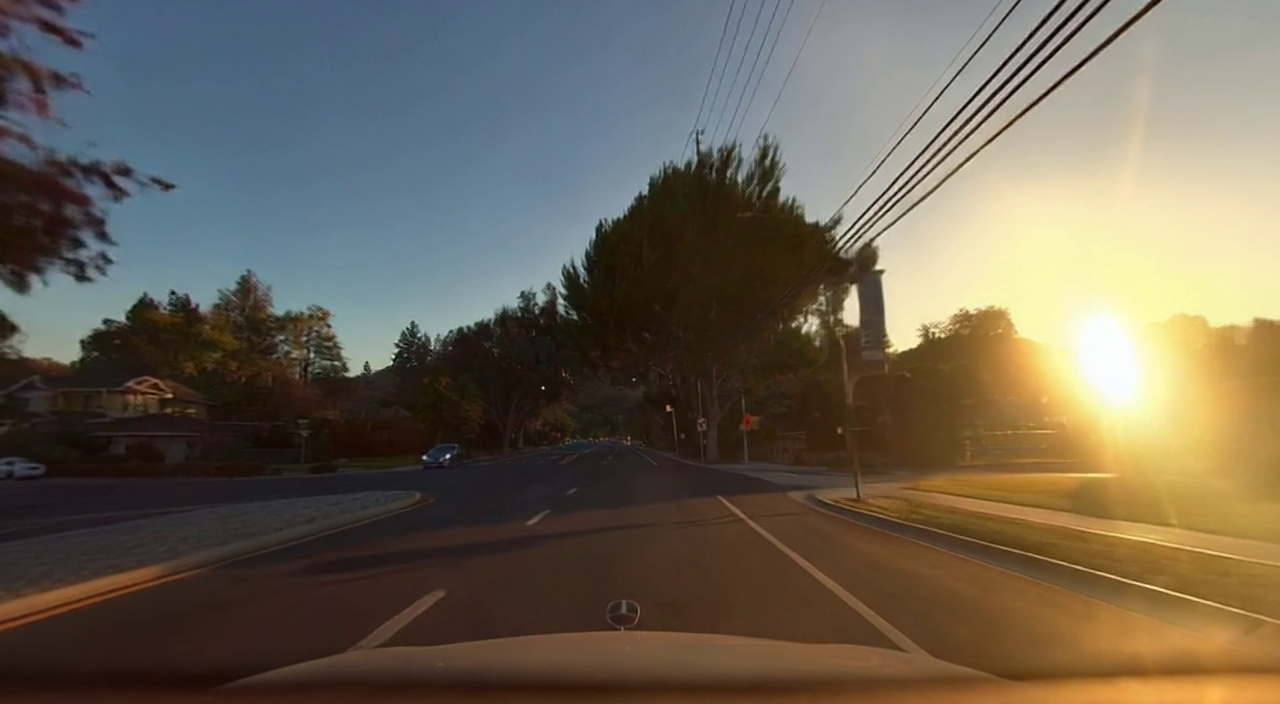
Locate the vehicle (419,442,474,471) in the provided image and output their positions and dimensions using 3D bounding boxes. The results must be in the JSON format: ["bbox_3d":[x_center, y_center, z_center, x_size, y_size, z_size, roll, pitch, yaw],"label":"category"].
[{"bbox_3d":[-12.047,6.510,39.640,2.072,1.680,4.705,0,-9,-1],"label":"vehicle"}]

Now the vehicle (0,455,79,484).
[{"bbox_3d":[-31.174,5.869,31.581,4.267,1.381,1.786,1,-9,-6],"label":"vehicle"}]
